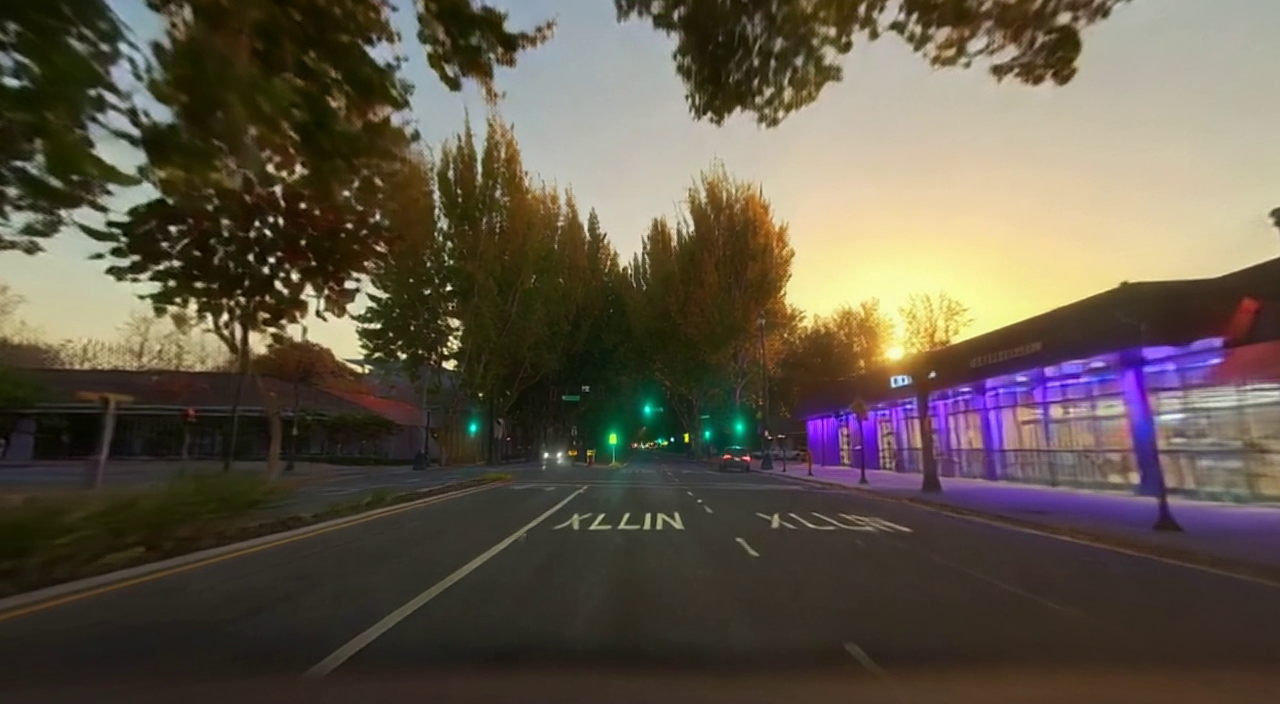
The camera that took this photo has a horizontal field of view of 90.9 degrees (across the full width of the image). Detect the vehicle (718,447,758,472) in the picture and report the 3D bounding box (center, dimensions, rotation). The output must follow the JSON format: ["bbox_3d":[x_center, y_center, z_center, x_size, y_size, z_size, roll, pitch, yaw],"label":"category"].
[{"bbox_3d":[6.385,7.052,41.544,1.906,1.523,4.336,0,-9,-1],"label":"vehicle"}]
